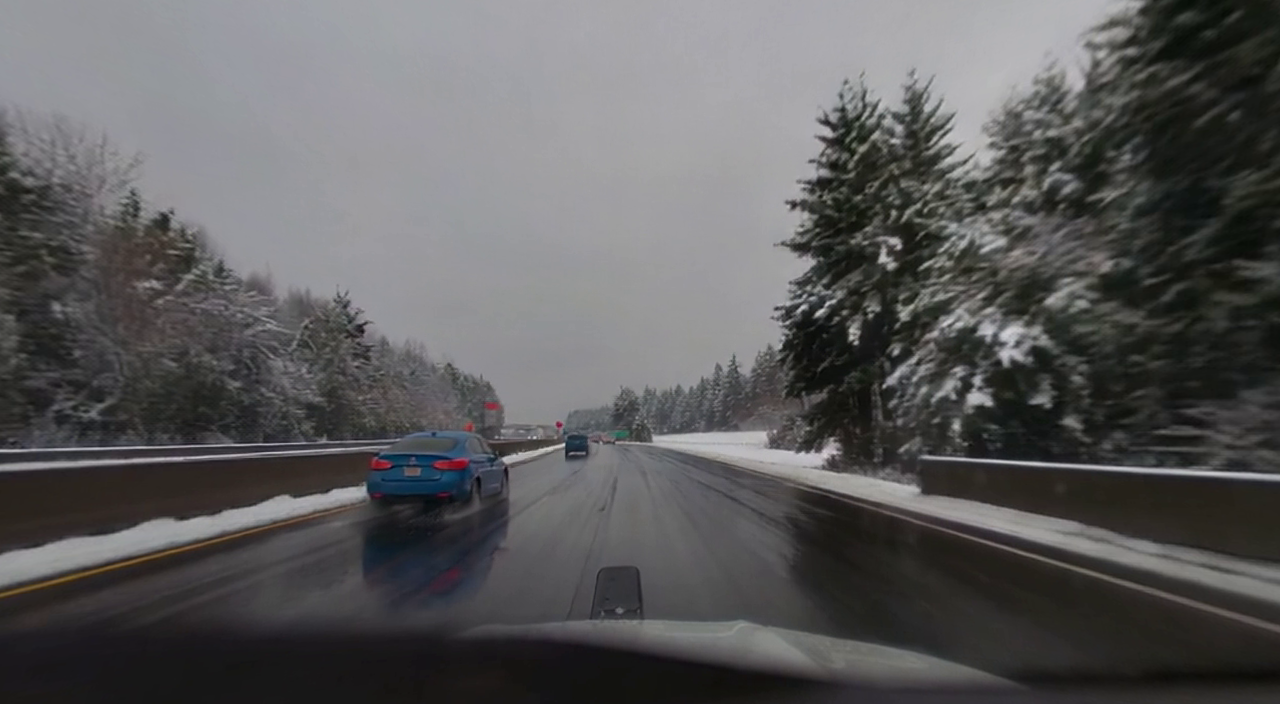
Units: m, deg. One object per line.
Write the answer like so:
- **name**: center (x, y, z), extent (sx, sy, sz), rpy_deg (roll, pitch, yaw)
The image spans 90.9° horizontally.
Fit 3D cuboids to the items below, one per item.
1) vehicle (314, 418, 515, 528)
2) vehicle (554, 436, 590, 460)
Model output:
- **vehicle**: center (-3.828, 2.116, 11.754), extent (2.047, 1.612, 4.631), rpy_deg (0, -8, 0)
- **vehicle**: center (-4.172, 5.926, 39.126), extent (1.874, 1.369, 3.875), rpy_deg (1, -8, -1)
